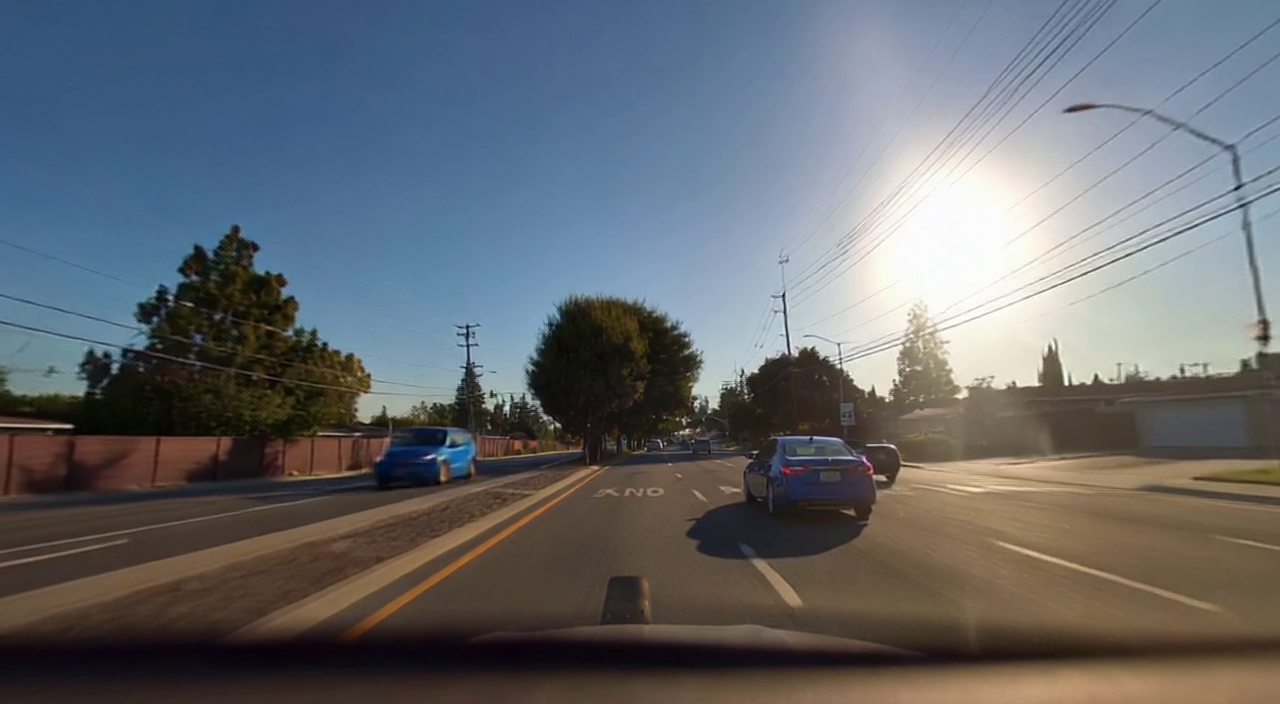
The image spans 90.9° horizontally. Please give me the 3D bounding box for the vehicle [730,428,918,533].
[{"bbox_3d":[2.931,2.131,11.174,2.063,1.481,4.247,0,-8,0],"label":"vehicle"}]

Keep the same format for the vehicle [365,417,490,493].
[{"bbox_3d":[-5.855,2.878,17.994,1.983,1.882,4.281,0,-8,1],"label":"vehicle"}]
